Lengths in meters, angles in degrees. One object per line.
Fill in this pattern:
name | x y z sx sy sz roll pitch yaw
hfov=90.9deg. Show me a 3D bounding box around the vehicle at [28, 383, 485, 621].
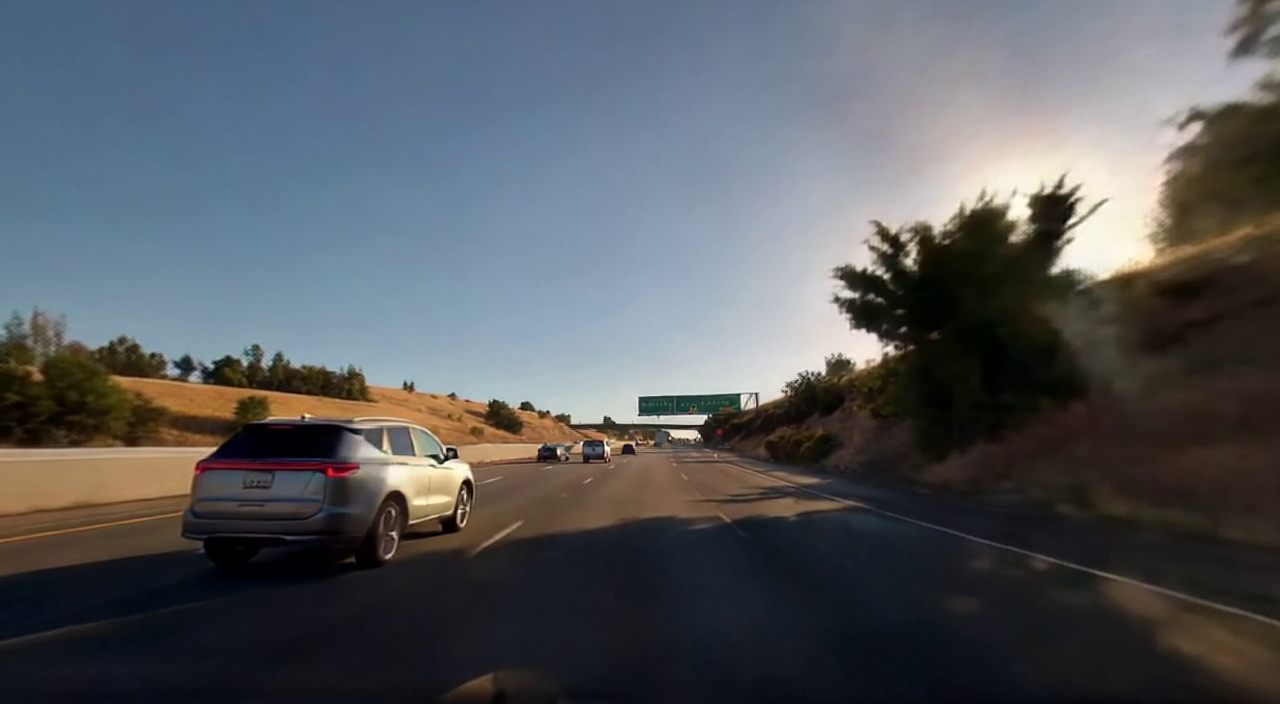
vehicle | -3.616 1.537 7.415 2.218 1.848 4.789 0 -9 2
